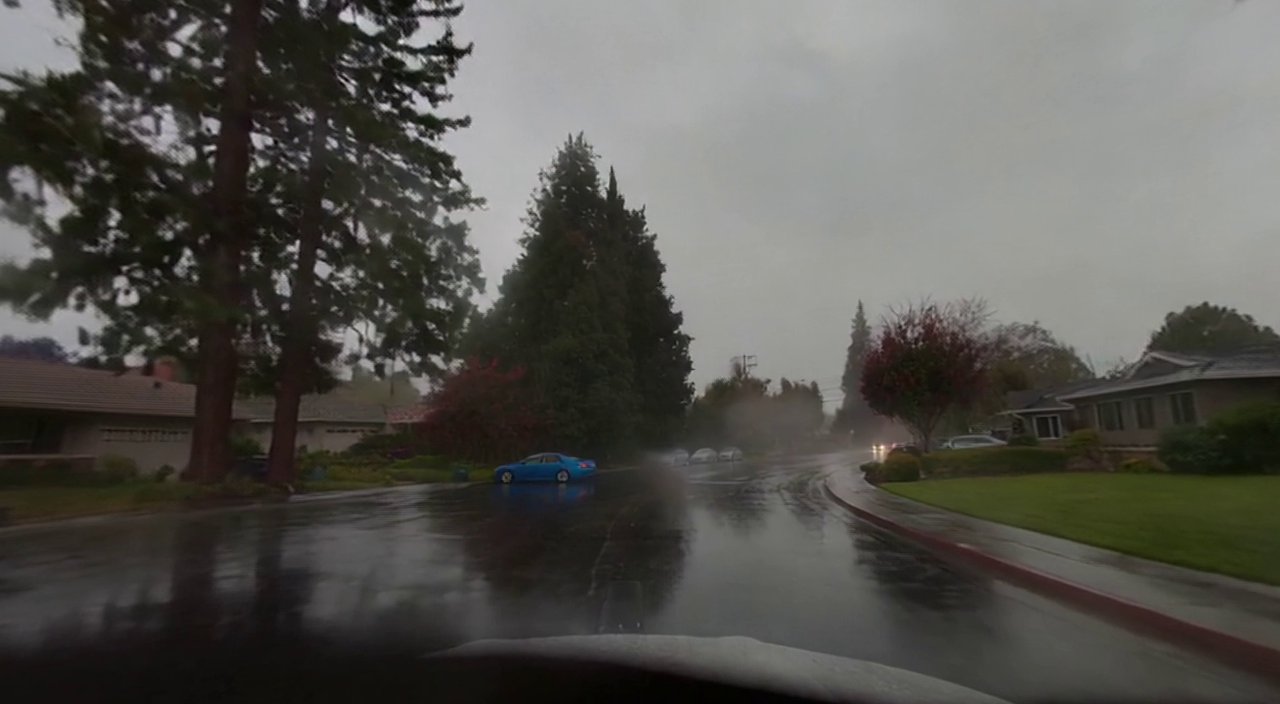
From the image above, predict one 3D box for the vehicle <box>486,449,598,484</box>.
[{"bbox_3d":[-4.391,5.143,28.634,4.653,1.480,1.871,-2,-9,13],"label":"vehicle"}]
